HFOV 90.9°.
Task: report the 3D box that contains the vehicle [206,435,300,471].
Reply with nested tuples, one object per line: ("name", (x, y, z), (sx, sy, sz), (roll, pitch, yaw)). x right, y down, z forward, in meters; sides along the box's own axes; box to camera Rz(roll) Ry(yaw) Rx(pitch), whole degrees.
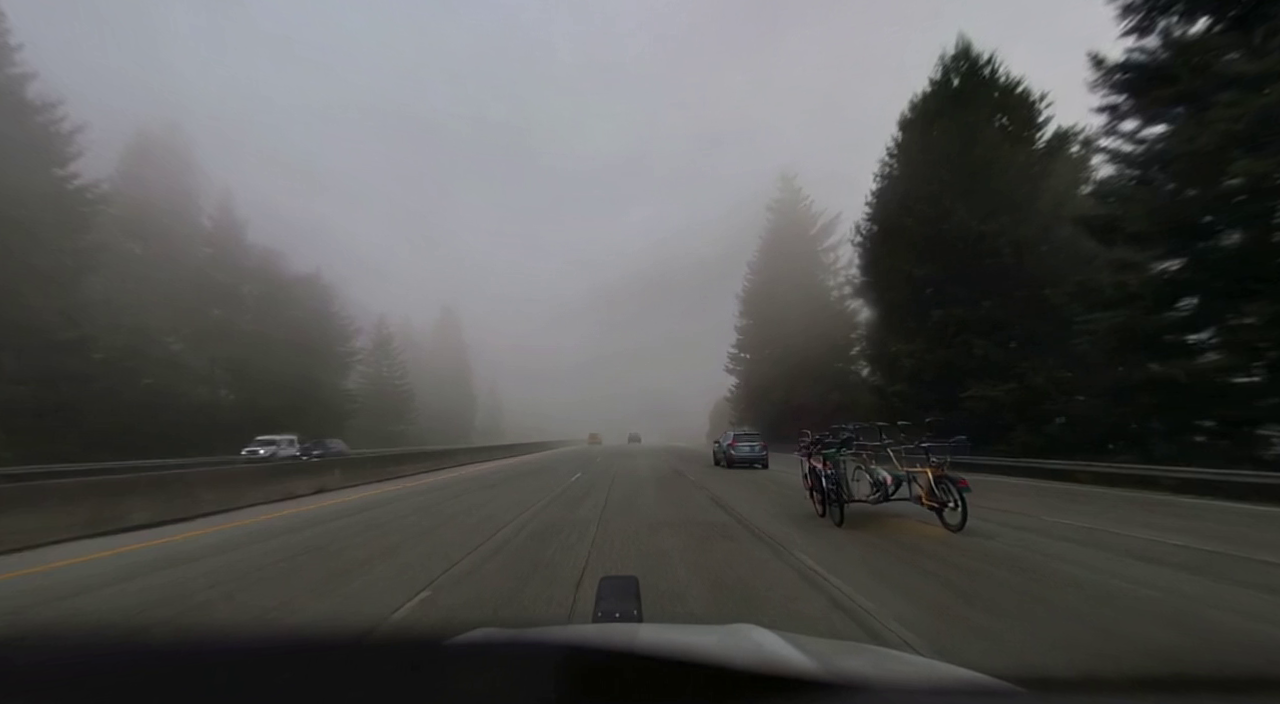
("vehicle", (-26.798, 6.972, 44.034), (2.307, 2.308, 6.197), (-1, -8, 4))

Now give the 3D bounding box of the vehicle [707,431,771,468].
("vehicle", (4.138, 4.121, 26.860), (1.911, 1.449, 3.776), (0, -8, -3))
